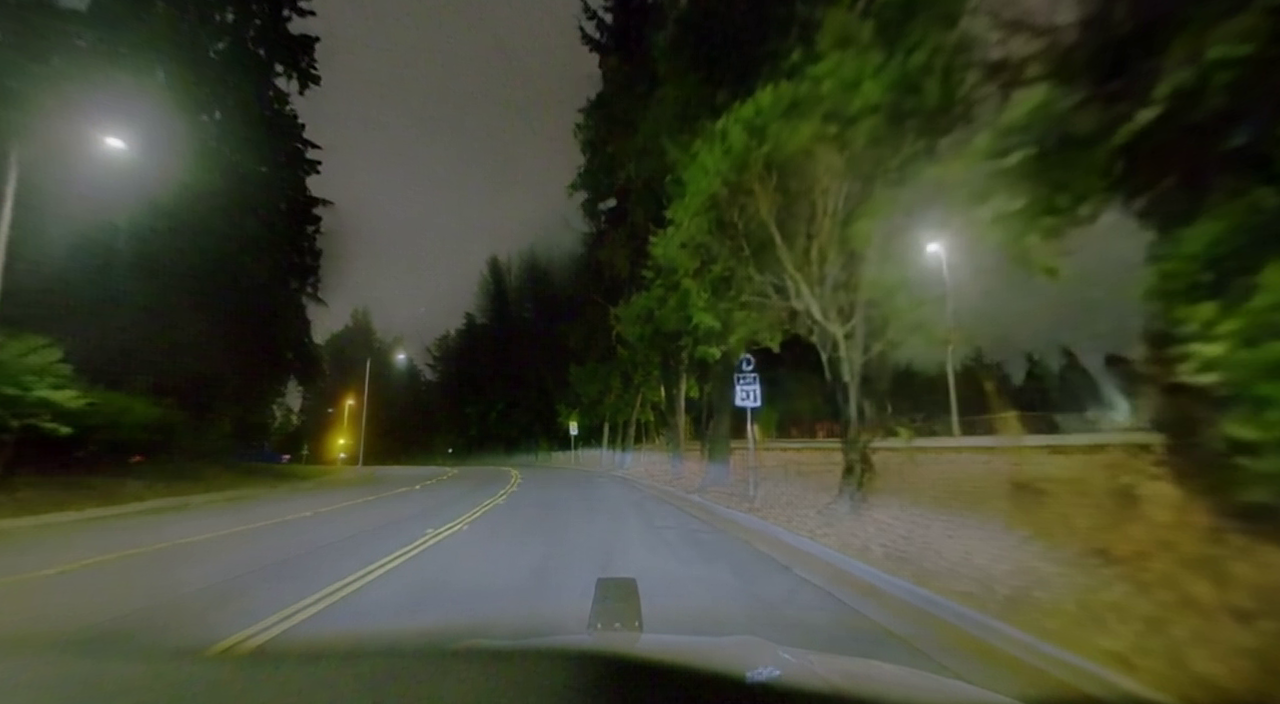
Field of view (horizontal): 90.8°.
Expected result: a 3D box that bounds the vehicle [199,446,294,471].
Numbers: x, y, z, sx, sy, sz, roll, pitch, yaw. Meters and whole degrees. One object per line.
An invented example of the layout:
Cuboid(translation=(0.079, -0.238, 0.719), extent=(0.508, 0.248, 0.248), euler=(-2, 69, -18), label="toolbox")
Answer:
Cuboid(translation=(-30.049, 8.162, 48.448), extent=(5.613, 1.775, 2.357), euler=(3, -9, -16), label="vehicle")
